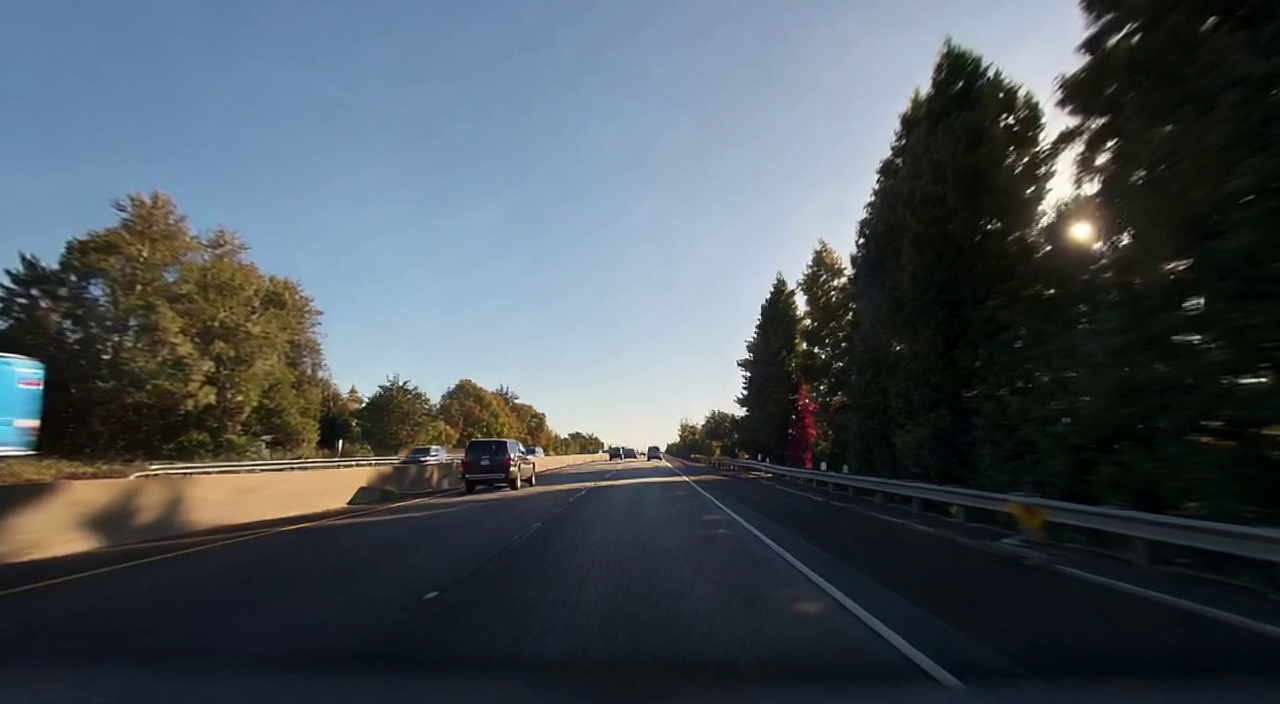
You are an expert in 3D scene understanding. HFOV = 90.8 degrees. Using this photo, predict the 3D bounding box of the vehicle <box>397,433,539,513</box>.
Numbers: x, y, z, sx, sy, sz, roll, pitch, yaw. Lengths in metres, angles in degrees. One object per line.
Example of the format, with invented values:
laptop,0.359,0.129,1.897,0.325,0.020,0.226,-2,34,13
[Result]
vehicle,-4.061,2.944,15.899,2.188,1.692,4.623,0,-9,1
